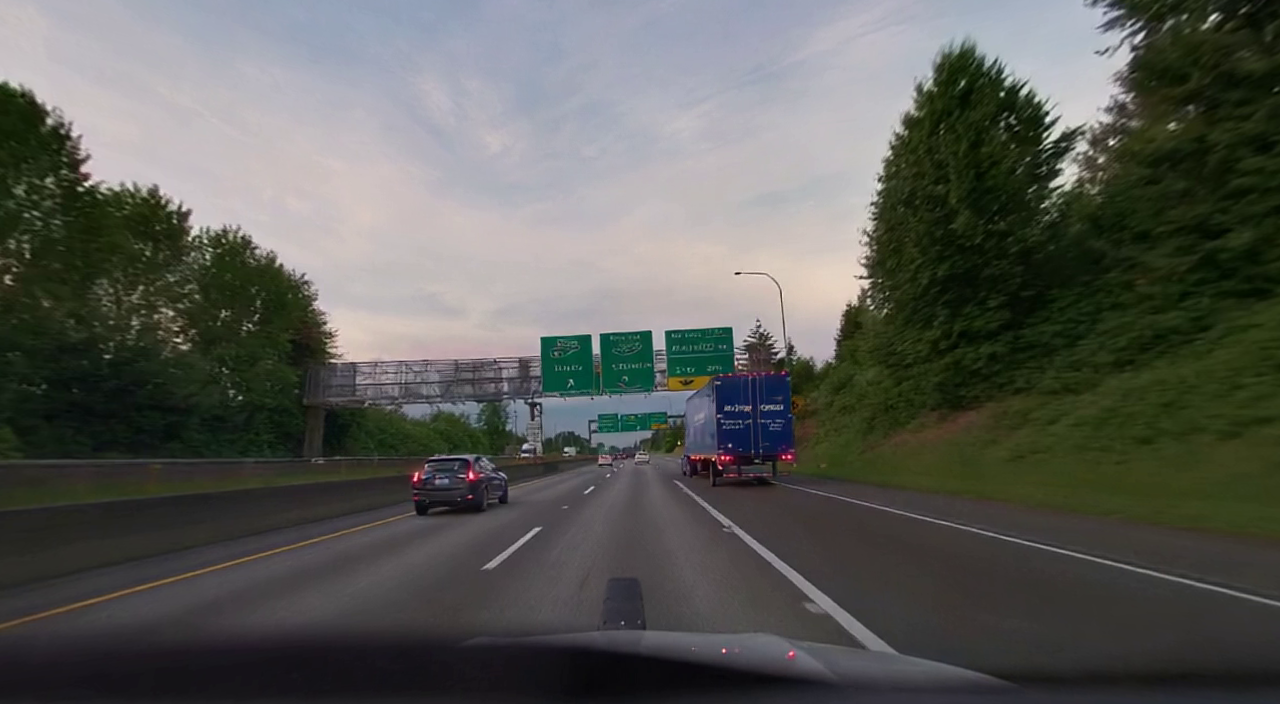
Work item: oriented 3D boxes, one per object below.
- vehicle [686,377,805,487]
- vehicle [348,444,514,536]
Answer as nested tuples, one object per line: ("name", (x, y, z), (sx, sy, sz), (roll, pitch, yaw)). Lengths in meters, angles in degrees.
("vehicle", (4.357, 3.991, 30.043), (3.025, 4.005, 14.010), (0, -9, -1))
("vehicle", (-3.917, 2.640, 12.634), (1.918, 1.510, 4.006), (0, -9, 1))
